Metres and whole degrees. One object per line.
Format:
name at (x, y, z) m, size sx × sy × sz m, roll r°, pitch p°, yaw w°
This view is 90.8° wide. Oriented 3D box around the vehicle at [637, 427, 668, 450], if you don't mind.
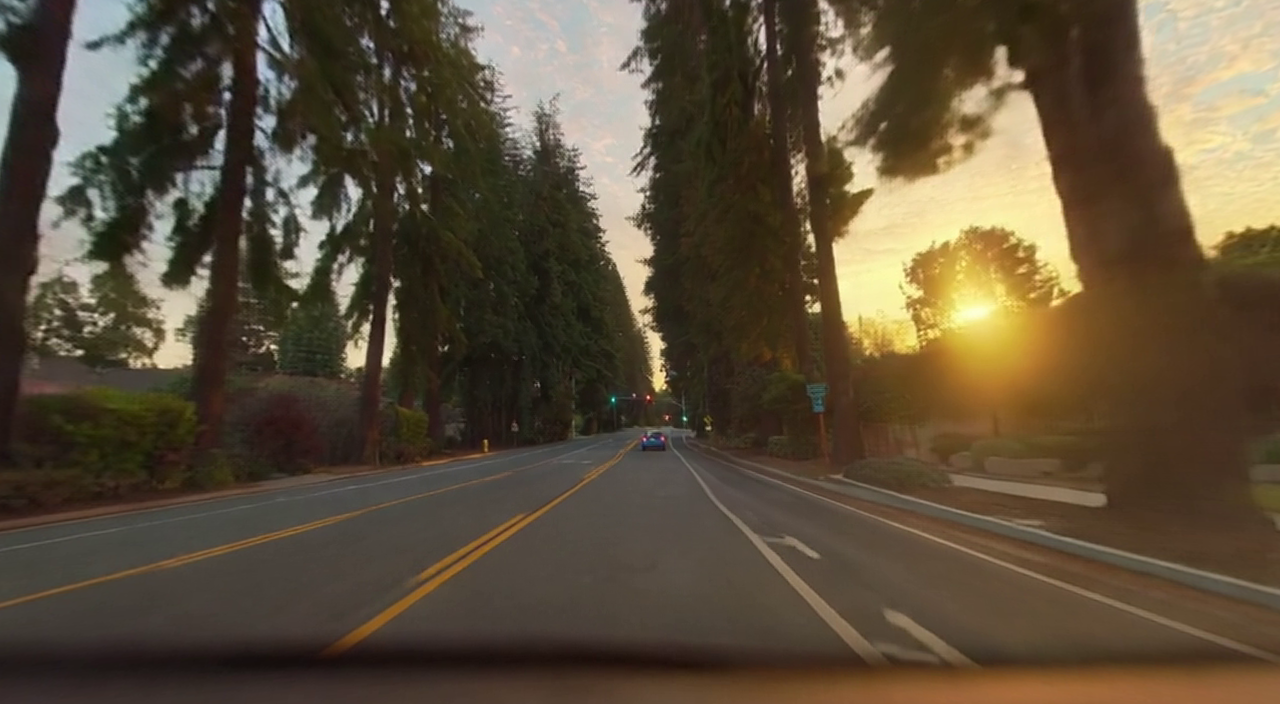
vehicle at (0.883, 6.038, 44.031) m, size 2.067 × 1.486 × 3.861 m, roll -1°, pitch -8°, yaw 2°
